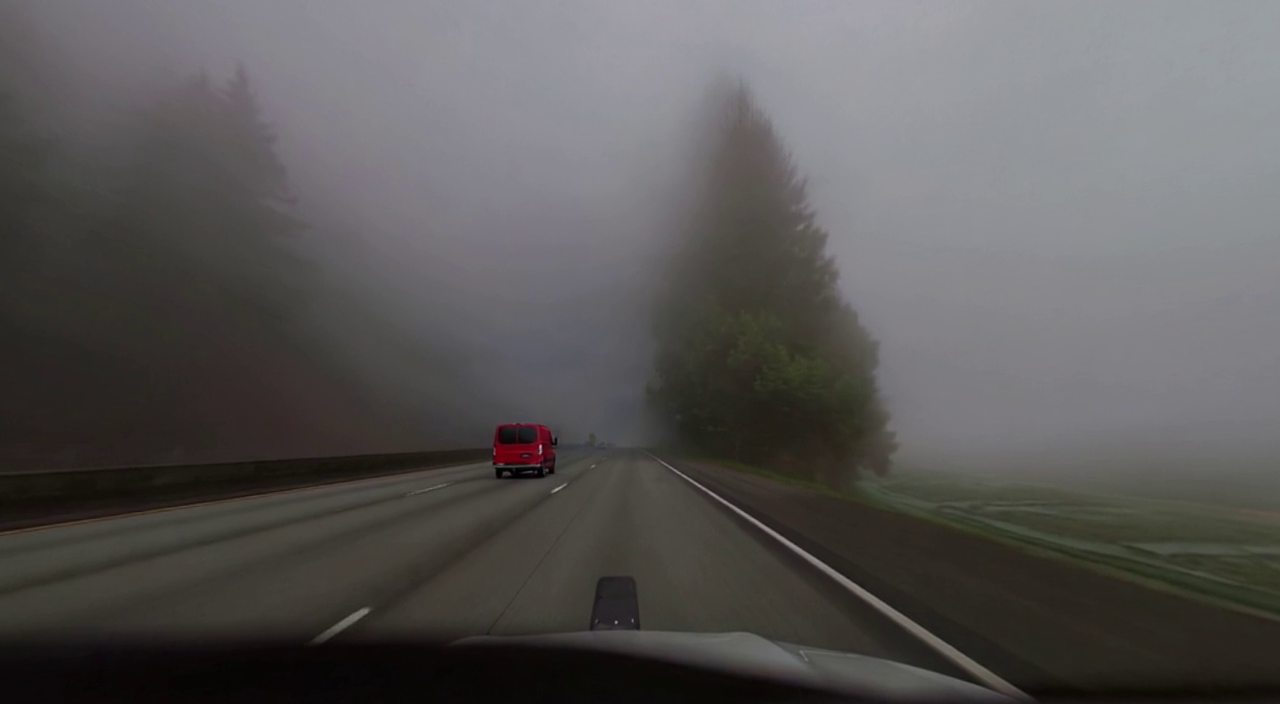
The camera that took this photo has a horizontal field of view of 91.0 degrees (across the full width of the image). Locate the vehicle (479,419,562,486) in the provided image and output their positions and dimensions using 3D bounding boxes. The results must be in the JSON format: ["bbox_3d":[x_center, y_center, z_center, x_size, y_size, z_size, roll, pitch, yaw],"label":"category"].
[{"bbox_3d":[-4.016,3.473,22.000,1.976,2.029,4.737,-1,-8,0],"label":"vehicle"}]
